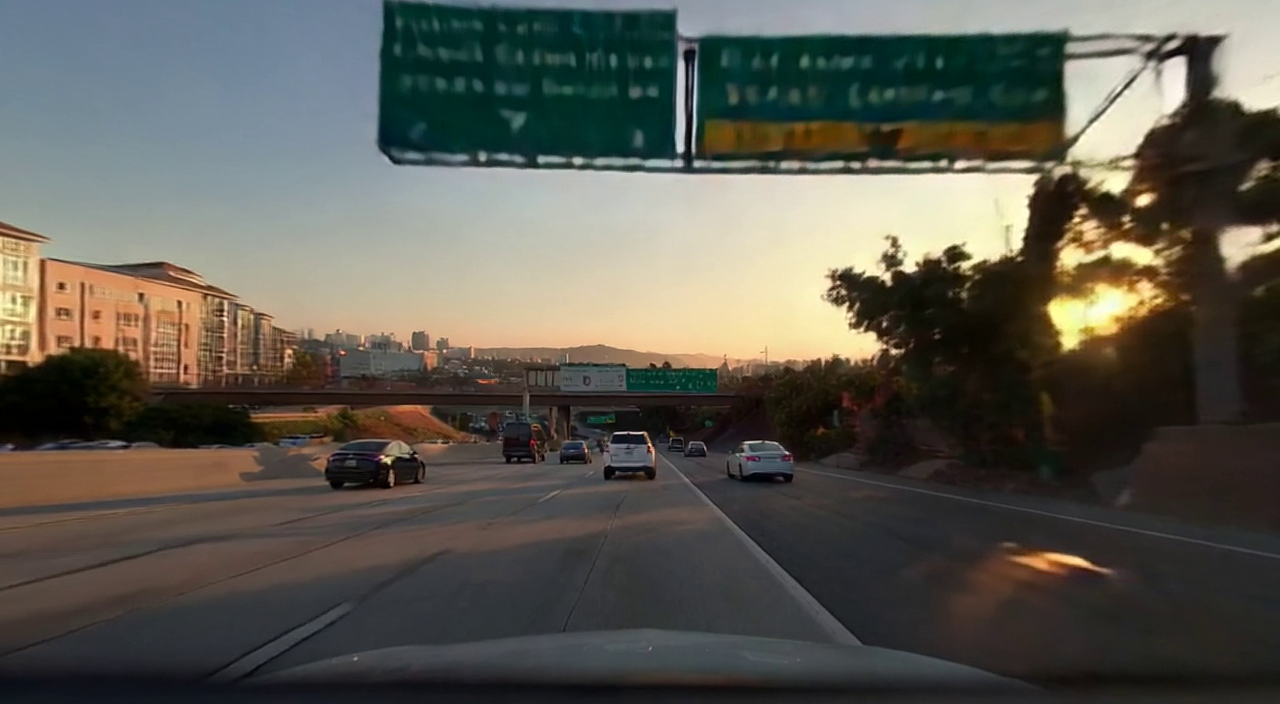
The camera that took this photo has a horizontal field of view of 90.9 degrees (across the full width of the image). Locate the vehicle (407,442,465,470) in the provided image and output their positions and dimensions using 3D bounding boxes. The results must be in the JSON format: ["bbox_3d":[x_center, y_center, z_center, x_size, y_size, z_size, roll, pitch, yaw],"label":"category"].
[{"bbox_3d":[-11.442,5.810,35.578,1.923,1.480,3.905,0,-8,0],"label":"vehicle"}]

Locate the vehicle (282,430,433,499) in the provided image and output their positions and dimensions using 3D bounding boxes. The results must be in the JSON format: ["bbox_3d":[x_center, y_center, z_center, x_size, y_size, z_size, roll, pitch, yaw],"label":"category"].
[{"bbox_3d":[-7.444,3.001,17.233,2.021,1.632,4.417,0,-8,1],"label":"vehicle"}]

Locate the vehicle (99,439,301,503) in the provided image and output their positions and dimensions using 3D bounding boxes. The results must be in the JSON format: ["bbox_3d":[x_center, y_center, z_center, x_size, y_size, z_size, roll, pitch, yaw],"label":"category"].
[{"bbox_3d":[-11.228,3.034,16.616,1.970,1.441,4.555,0,-8,1],"label":"vehicle"}]

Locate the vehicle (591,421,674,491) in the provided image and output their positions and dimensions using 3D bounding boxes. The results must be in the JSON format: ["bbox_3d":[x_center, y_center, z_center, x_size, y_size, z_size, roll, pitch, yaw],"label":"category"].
[{"bbox_3d":[-0.230,3.119,19.272,2.209,1.863,4.626,0,-8,-1],"label":"vehicle"}]

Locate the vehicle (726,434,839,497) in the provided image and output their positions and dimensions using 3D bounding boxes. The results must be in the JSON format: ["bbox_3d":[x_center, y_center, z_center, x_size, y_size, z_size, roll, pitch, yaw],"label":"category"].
[{"bbox_3d":[3.702,3.027,17.283,1.942,1.487,4.518,0,-8,-1],"label":"vehicle"}]

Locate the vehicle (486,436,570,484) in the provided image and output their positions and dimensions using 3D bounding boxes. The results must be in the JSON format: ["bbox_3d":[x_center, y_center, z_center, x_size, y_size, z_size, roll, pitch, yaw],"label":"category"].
[{"bbox_3d":[-3.841,3.794,22.488,2.079,1.499,4.512,0,-8,1],"label":"vehicle"}]
